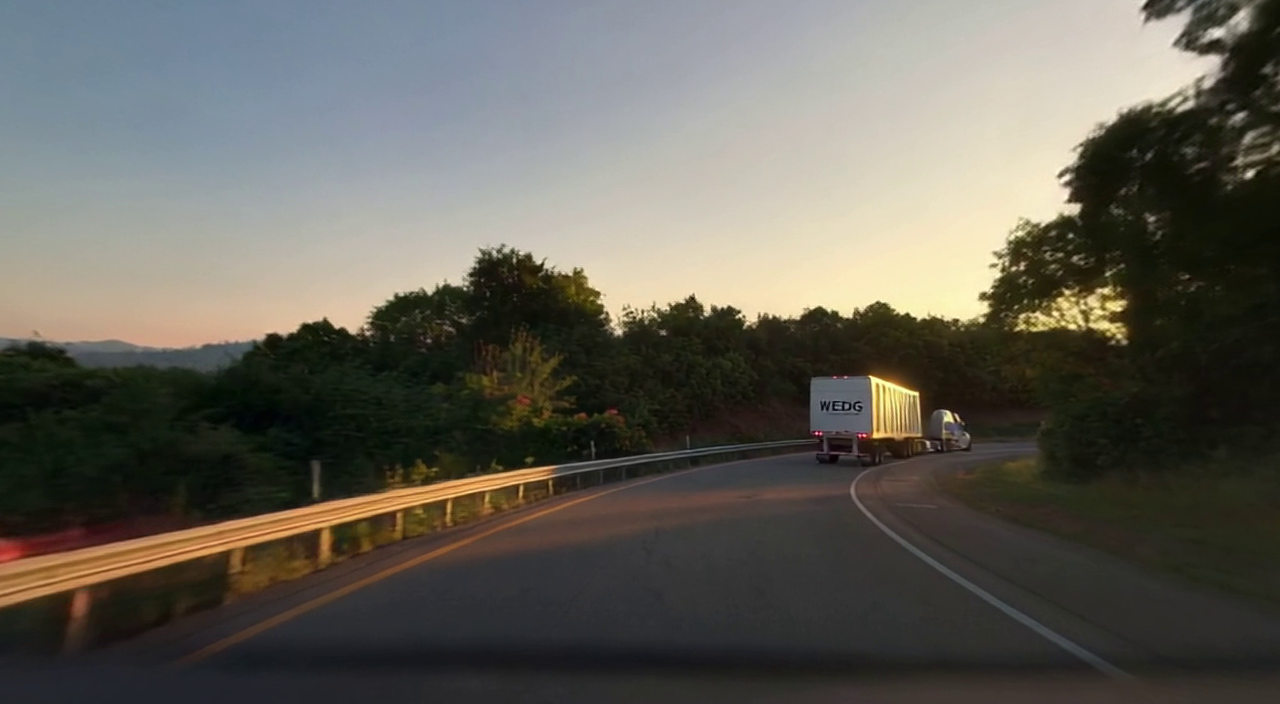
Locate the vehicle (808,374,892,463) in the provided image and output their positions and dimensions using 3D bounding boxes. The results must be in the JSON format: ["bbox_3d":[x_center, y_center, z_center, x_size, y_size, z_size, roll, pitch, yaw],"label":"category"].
[{"bbox_3d":[9.620,3.071,28.743,2.963,3.771,3.137,-4,-9,29],"label":"vehicle"}]

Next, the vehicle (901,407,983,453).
[{"bbox_3d":[18.457,4.783,38.180,6.650,2.524,2.120,8,-11,-43],"label":"vehicle"}]
